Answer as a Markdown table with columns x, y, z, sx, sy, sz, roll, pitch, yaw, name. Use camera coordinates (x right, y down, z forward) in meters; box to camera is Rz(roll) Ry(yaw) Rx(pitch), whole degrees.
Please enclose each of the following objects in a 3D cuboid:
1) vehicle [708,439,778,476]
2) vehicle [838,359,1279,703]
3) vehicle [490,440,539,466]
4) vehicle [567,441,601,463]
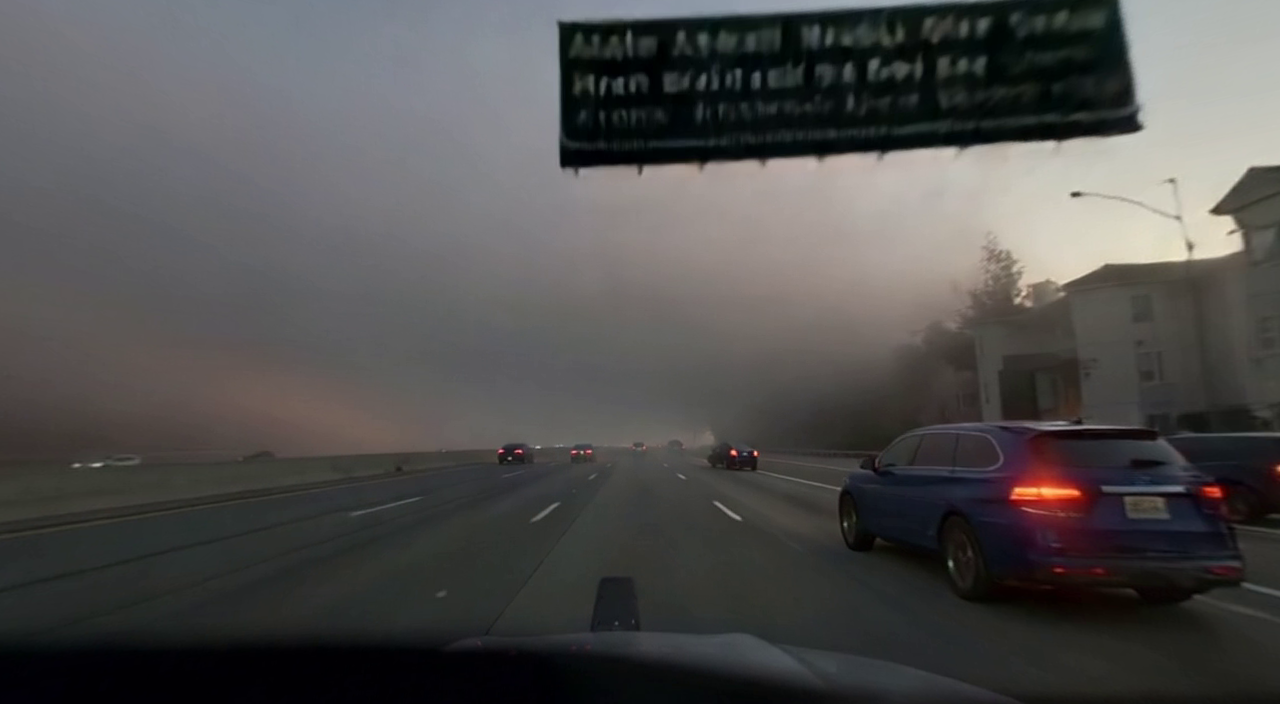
| x | y | z | sx | sy | sz | roll | pitch | yaw | name |
| --- | --- | --- | --- | --- | --- | --- | --- | --- | --- |
| 4.338 | 4.520 | 27.252 | 2.061 | 1.459 | 4.273 | 0 | -8 | -3 | vehicle |
| 3.427 | 1.188 | 5.251 | 2.080 | 1.694 | 4.286 | 0 | -8 | -1 | vehicle |
| -7.572 | 6.144 | 38.569 | 2.021 | 1.496 | 4.495 | 0 | -8 | 1 | vehicle |
| -3.773 | 6.824 | 43.228 | 2.002 | 1.466 | 4.378 | 0 | -8 | 0 | vehicle |
